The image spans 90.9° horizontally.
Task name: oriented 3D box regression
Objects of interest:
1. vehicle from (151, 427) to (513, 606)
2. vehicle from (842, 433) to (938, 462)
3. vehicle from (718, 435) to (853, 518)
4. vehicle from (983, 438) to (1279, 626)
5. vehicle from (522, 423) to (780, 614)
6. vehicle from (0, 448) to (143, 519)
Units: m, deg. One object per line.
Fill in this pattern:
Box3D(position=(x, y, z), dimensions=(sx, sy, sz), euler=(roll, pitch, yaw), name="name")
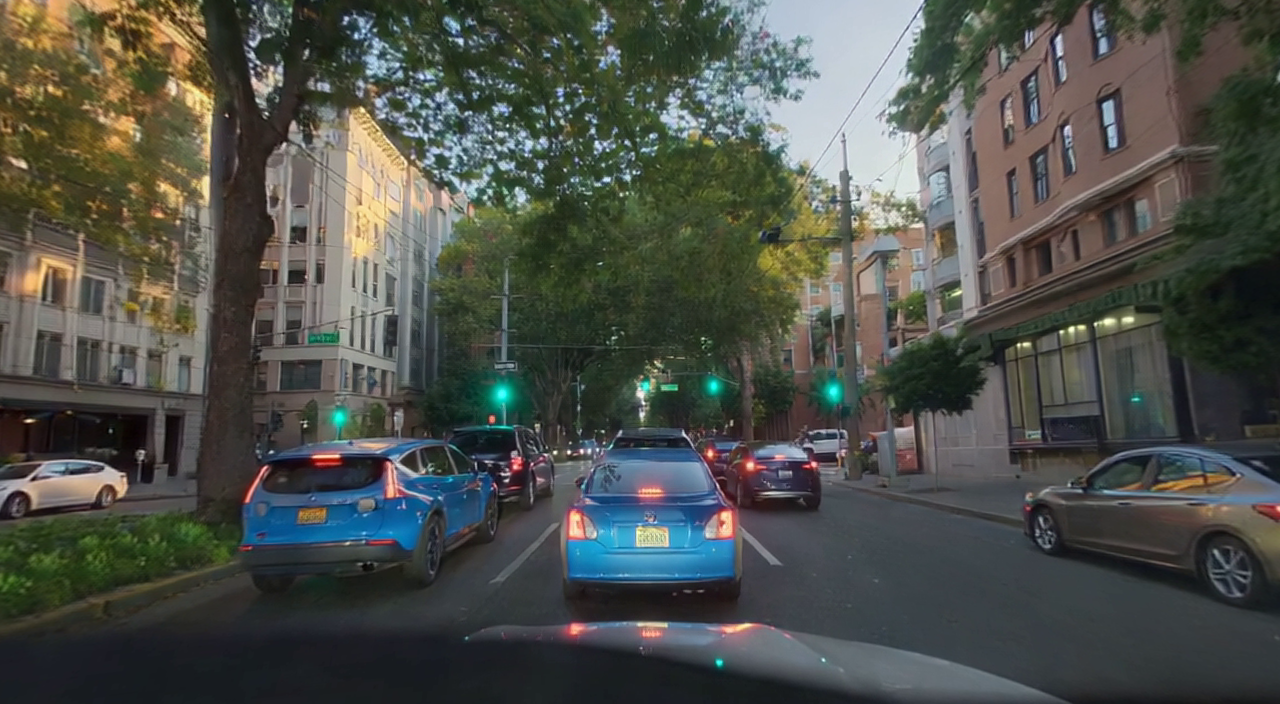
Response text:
Box3D(position=(-3.011, 1.698, 7.406), dimensions=(2.131, 1.486, 4.089), euler=(0, -9, 1), name="vehicle")
Box3D(position=(16.359, 6.268, 41.510), dimensions=(5.345, 1.811, 2.175), euler=(0, -9, -1), name="vehicle")
Box3D(position=(2.981, 2.632, 13.843), dimensions=(2.018, 1.529, 3.880), euler=(0, -9, 0), name="vehicle")
Box3D(position=(5.964, 1.701, 6.877), dimensions=(1.873, 1.453, 4.579), euler=(0, -9, 0), name="vehicle")
Box3D(position=(0.081, 1.589, 6.822), dimensions=(2.022, 1.481, 3.564), euler=(0, -9, 0), name="vehicle")
Box3D(position=(-16.237, 3.442, 17.004), dimensions=(1.914, 1.690, 4.461), euler=(0, -9, 1), name="vehicle")
